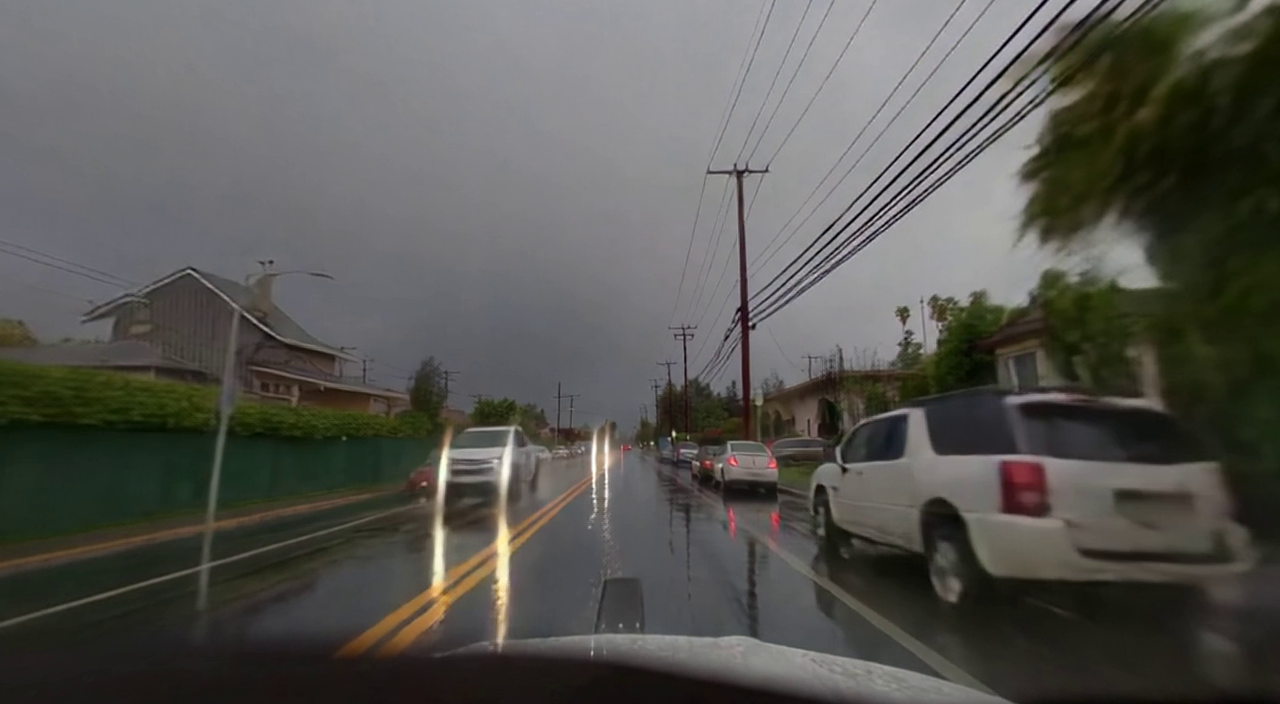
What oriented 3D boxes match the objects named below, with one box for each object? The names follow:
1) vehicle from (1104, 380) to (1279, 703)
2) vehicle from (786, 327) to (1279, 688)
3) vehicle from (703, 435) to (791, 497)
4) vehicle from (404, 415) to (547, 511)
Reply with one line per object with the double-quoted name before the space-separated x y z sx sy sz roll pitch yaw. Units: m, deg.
"vehicle" 3.379 0.653 0.903 1.914 1.520 4.455 0 -8 -2
"vehicle" 3.249 1.235 6.238 2.174 2.049 5.088 0 -8 -2
"vehicle" 3.072 3.352 18.990 1.826 1.614 4.241 0 -9 -1
"vehicle" -3.721 2.640 15.399 2.194 1.935 4.807 0 -9 0
